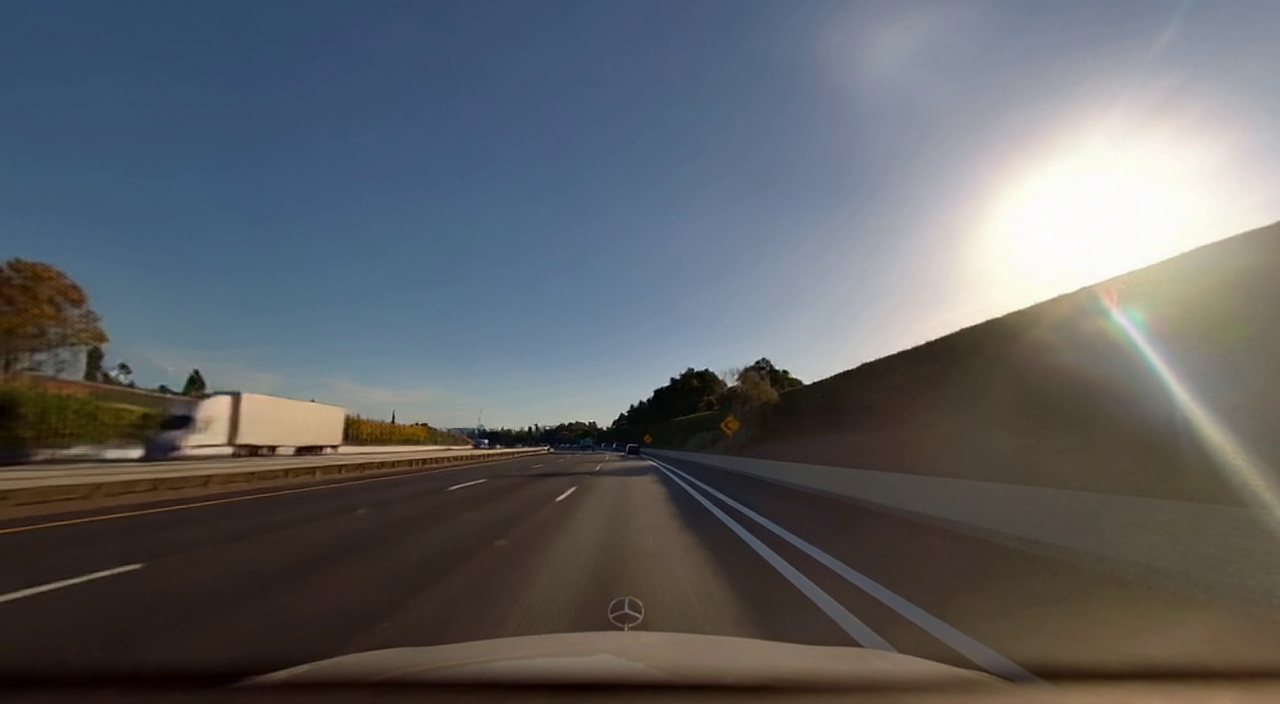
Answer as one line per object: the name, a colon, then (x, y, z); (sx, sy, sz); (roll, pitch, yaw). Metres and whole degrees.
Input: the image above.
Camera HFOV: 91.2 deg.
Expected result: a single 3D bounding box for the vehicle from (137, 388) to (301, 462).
vehicle: (-25.483, 4.693, 39.061); (3.298, 3.976, 10.350); (0, -9, -2)
